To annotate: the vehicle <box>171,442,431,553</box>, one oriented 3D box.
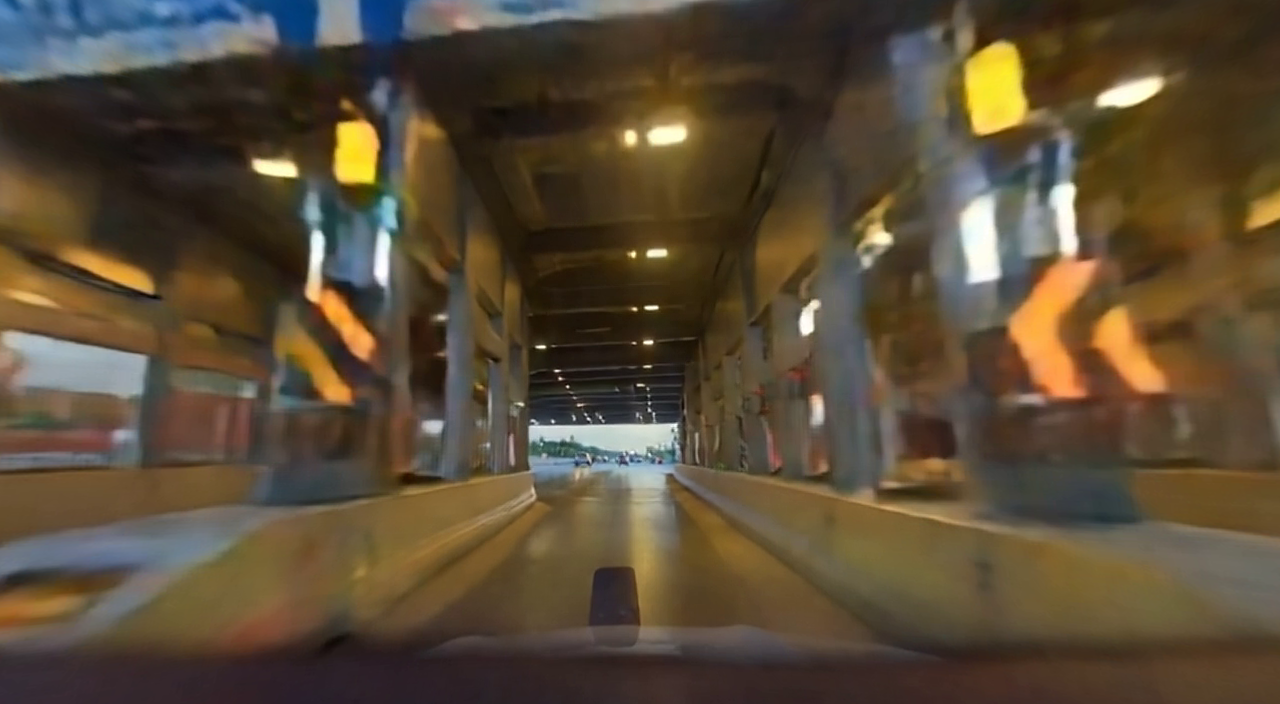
[{"bbox_3d":[-5.282,2.306,10.699,1.981,1.465,4.334,0,-9,0],"label":"vehicle"}]
